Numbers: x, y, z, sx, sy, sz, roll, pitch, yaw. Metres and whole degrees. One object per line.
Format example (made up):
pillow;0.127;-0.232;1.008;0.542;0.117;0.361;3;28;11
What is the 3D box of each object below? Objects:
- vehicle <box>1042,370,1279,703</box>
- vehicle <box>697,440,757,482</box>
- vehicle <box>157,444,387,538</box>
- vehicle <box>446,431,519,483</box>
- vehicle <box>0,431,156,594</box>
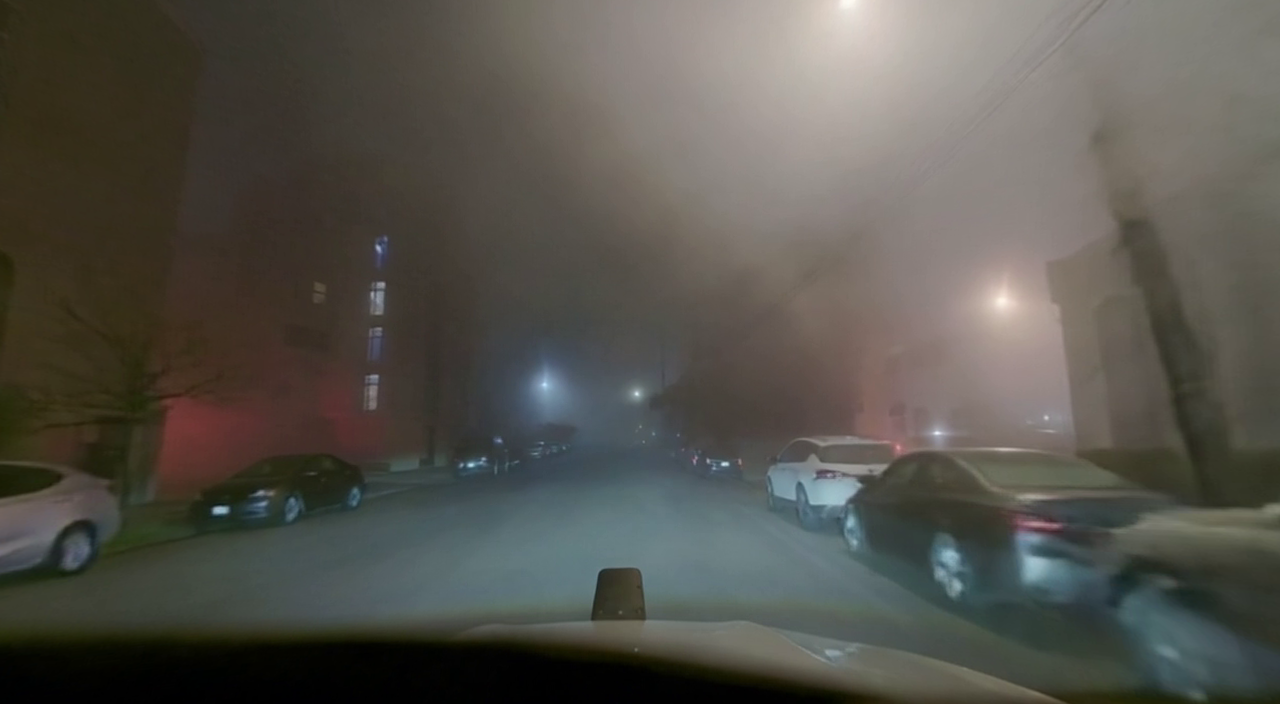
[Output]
vehicle;3.672;0.801;1.763;2.095;1.694;4.592;0;-9;1
vehicle;3.636;4.652;27.289;1.925;1.634;4.419;0;-8;0
vehicle;-7.541;2.832;13.679;2.145;1.488;4.646;-3;-7;1
vehicle;-7.796;5.202;31.928;2.351;2.251;5.856;-2;-8;-2
vehicle;-7.681;1.761;6.485;1.981;1.651;4.683;-5;-6;-3
